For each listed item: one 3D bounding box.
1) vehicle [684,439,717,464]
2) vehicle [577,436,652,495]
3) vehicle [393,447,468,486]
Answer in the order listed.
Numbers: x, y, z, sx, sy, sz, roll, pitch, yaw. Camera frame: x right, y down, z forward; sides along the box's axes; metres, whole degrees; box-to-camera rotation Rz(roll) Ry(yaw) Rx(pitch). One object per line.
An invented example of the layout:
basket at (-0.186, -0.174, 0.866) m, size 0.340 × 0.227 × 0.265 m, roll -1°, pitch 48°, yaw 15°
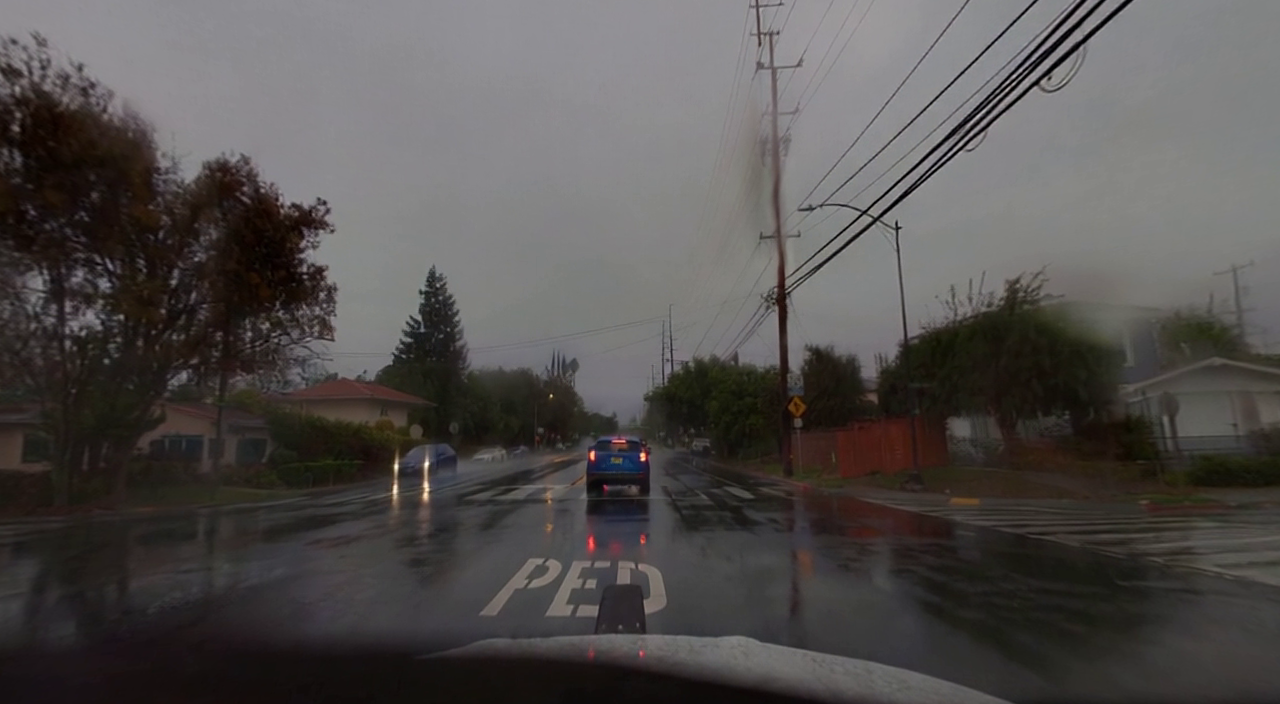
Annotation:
vehicle at (4.440, 7.407, 47.091) m, size 2.101 × 1.744 × 4.466 m, roll 0°, pitch -8°, yaw 1°
vehicle at (-0.662, 3.106, 17.657) m, size 1.877 × 1.448 × 3.830 m, roll 0°, pitch -8°, yaw -1°
vehicle at (-8.716, 4.767, 26.645) m, size 1.934 × 1.506 × 4.032 m, roll 0°, pitch -8°, yaw -3°
